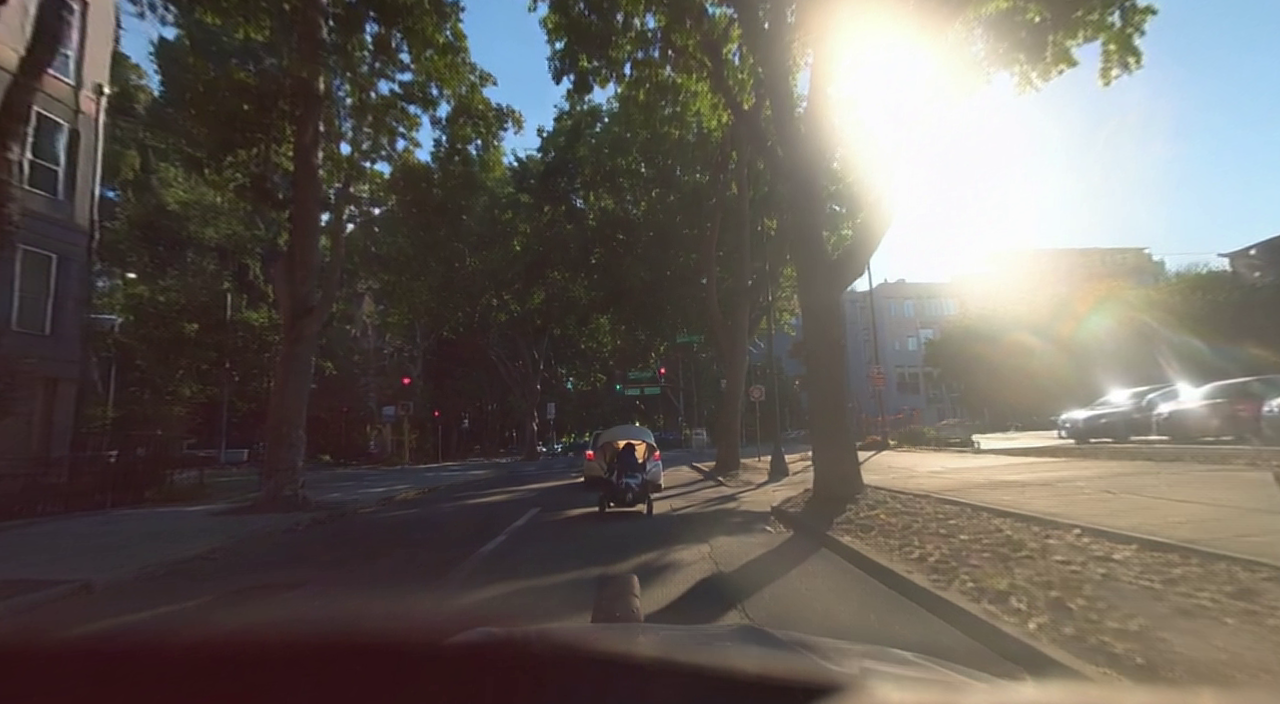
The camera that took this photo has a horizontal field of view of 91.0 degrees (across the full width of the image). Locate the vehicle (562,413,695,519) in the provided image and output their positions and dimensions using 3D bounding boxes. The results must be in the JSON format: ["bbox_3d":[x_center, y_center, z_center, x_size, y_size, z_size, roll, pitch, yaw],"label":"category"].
[{"bbox_3d":[-0.167,2.112,12.131,2.142,1.686,3.816,-1,-8,1],"label":"vehicle"}]

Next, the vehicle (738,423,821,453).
[{"bbox_3d":[8.159,5.062,37.110,4.401,1.651,1.966,-1,-8,1],"label":"vehicle"}]
